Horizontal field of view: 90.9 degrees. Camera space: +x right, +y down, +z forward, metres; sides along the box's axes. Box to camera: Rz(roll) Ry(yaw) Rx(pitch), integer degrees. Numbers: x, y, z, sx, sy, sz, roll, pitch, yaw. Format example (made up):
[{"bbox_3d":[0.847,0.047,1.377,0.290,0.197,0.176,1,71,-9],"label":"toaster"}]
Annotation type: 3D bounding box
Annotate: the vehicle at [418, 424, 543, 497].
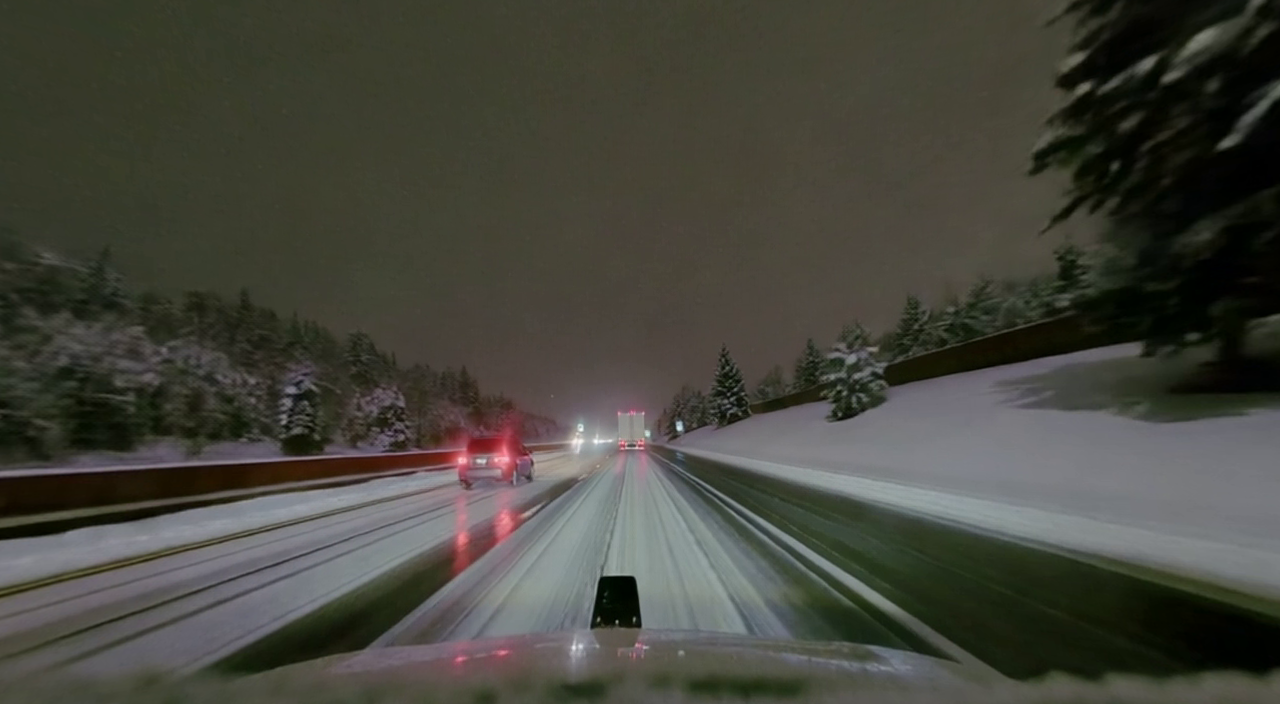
[{"bbox_3d":[-4.027,2.819,16.861,2.123,1.655,4.688,0,-8,0],"label":"vehicle"}]
